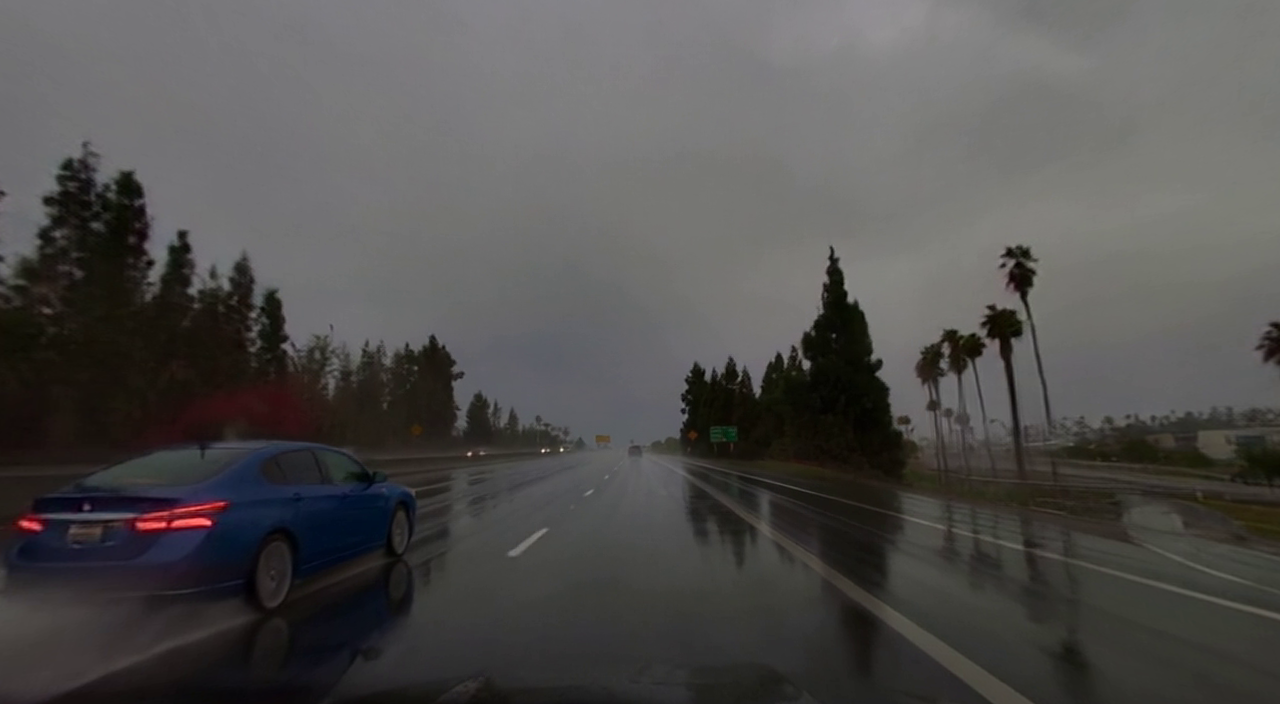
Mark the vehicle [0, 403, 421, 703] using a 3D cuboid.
[{"bbox_3d":[-3.797,1.375,5.368,2.092,1.562,4.748,0,-8,1],"label":"vehicle"}]
